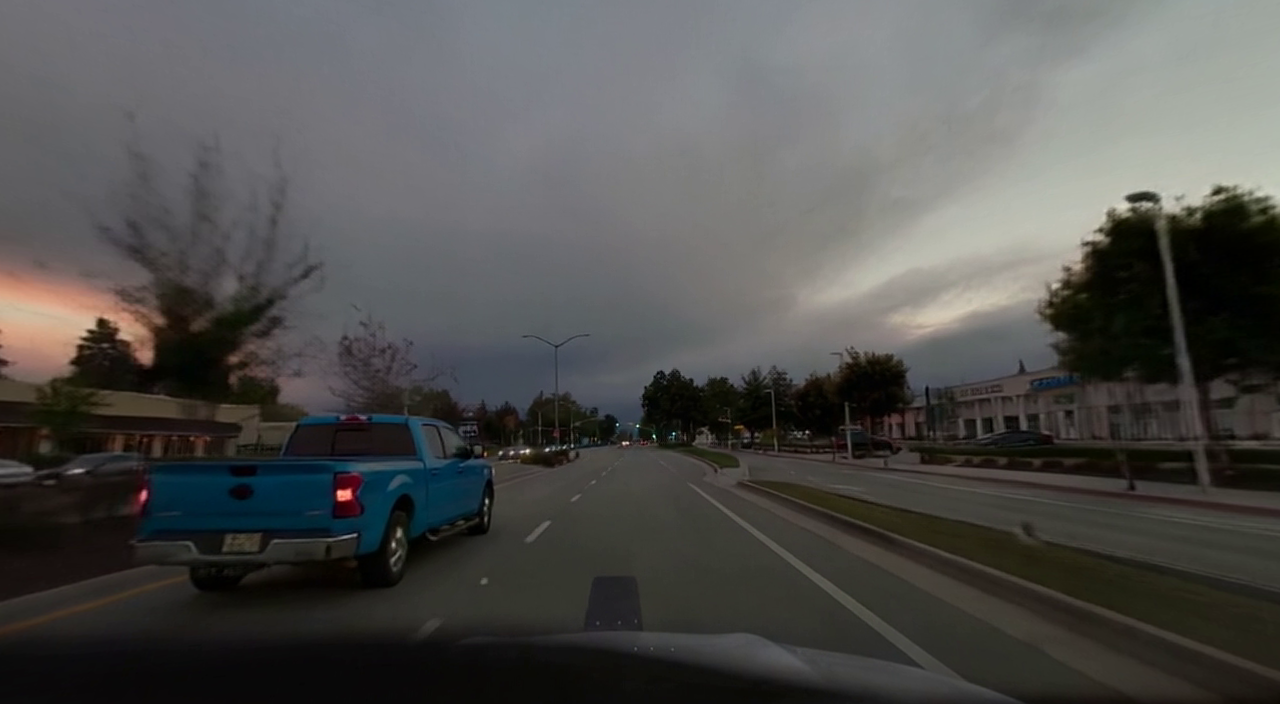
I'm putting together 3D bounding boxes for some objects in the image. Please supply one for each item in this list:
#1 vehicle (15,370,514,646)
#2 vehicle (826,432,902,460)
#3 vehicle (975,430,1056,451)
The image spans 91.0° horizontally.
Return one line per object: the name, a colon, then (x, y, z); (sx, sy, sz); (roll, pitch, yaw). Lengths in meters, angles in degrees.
vehicle: (-2.990, 1.408, 6.867); (2.065, 1.790, 5.417); (0, -8, 0)
vehicle: (15.457, 6.521, 43.615); (4.332, 1.744, 2.115); (0, -11, -3)
vehicle: (27.405, 6.493, 46.016); (4.604, 1.487, 1.911); (0, -8, 0)
